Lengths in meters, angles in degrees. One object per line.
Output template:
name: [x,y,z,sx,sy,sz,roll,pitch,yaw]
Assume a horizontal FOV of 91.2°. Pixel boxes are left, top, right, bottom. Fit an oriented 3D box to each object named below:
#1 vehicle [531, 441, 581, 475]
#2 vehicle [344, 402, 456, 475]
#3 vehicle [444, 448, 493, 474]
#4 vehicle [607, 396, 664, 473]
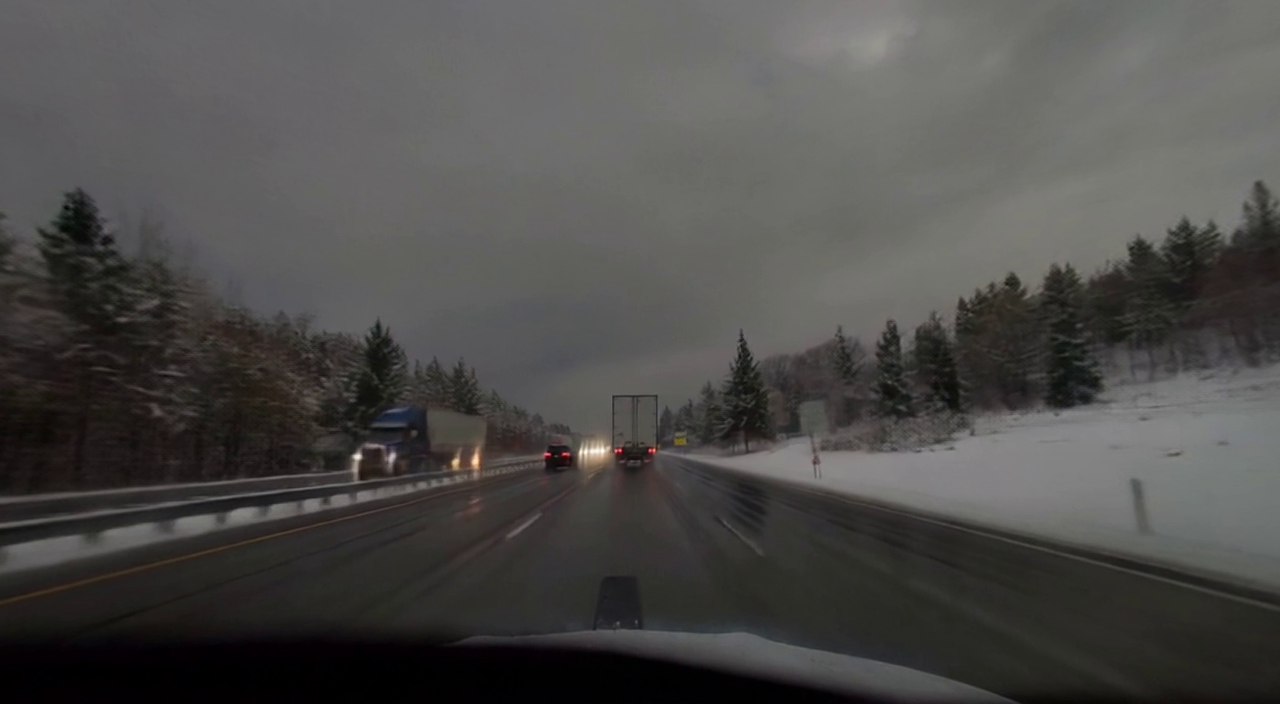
vehicle: [-4.389,5.608,33.297,2.112,1.645,4.129,0,-9,0]
vehicle: [-15.130,5.727,40.781,3.032,4.087,10.407,0,-9,1]
vehicle: [-10.532,6.723,38.777,1.880,1.491,3.942,0,-9,1]
vehicle: [-0.301,5.282,39.300,3.100,4.091,10.664,0,-9,-1]
